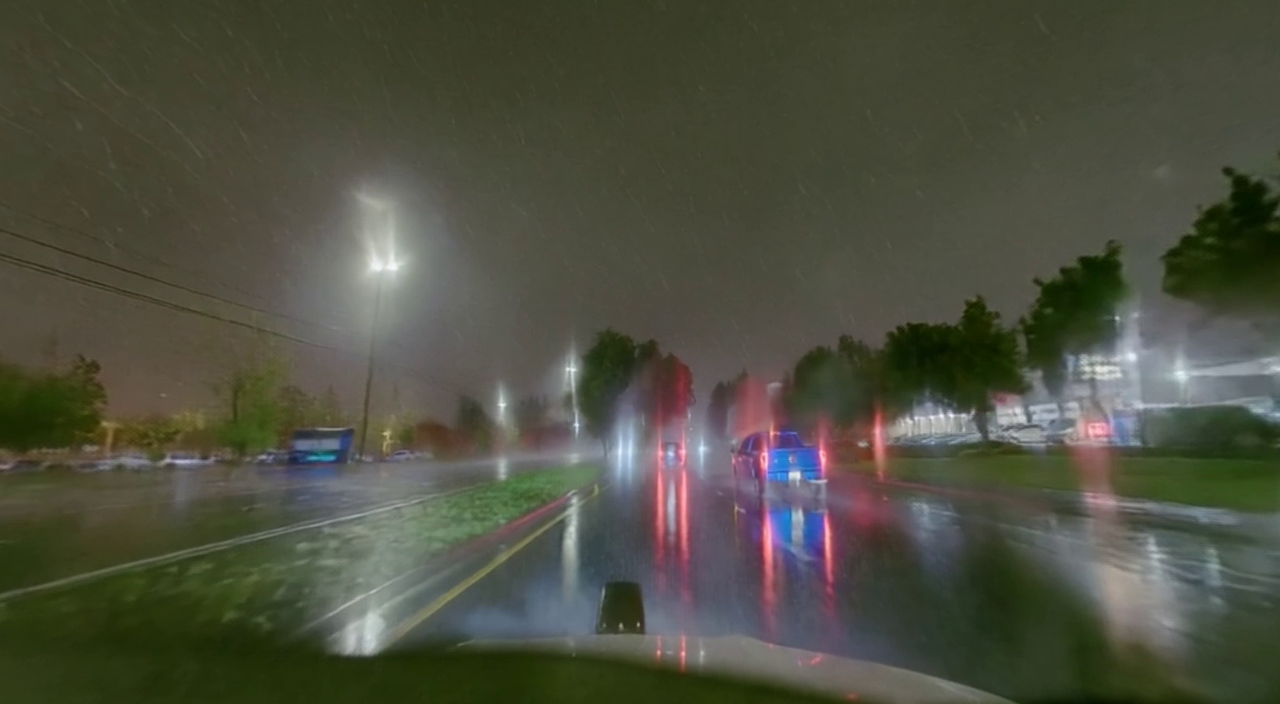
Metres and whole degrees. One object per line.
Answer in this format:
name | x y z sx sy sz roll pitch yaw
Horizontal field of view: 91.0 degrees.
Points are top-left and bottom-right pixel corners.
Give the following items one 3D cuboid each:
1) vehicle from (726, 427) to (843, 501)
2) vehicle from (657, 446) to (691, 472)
vehicle | 4.203 3.384 19.486 2.367 1.919 5.651 0 -9 1
vehicle | 2.143 6.577 38.975 1.968 1.521 4.262 0 -9 4
